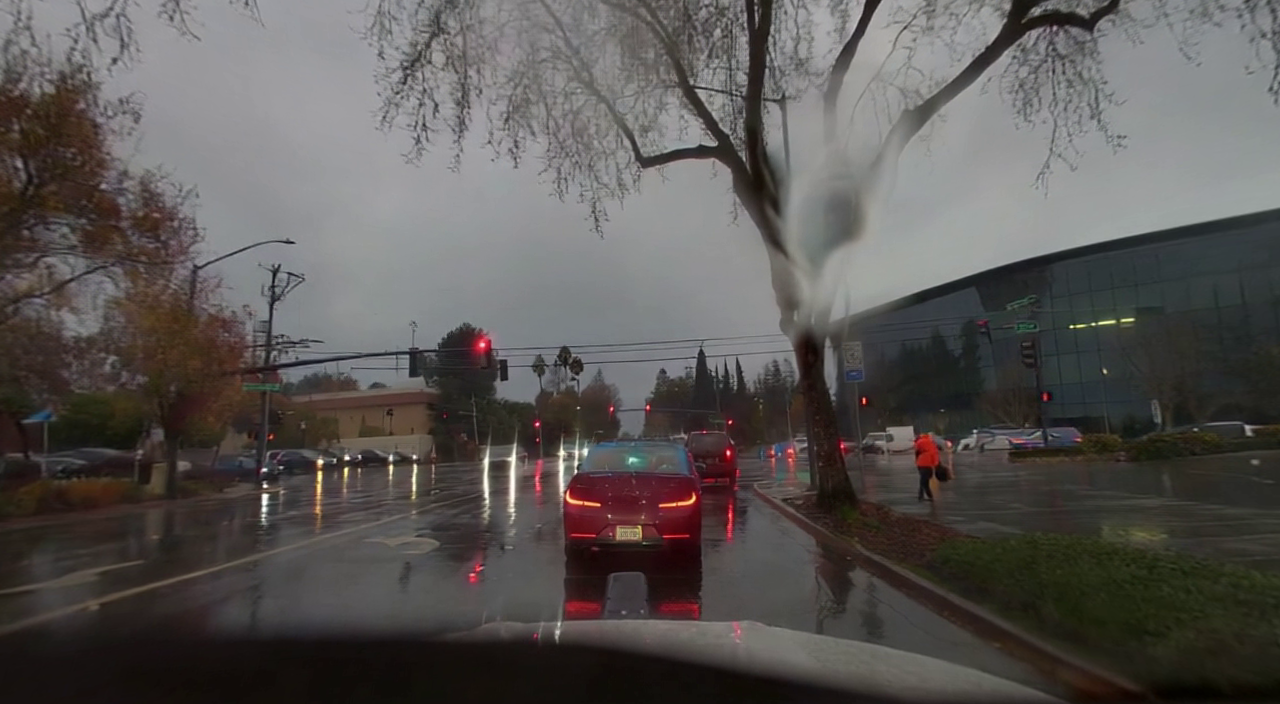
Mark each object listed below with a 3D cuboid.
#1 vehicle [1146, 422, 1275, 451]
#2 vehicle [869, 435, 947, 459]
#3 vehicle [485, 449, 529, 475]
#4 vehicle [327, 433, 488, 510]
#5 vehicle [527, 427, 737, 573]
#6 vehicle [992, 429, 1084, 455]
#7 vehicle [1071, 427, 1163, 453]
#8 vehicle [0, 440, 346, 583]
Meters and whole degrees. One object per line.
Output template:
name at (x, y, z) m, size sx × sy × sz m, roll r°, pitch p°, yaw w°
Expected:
vehicle at (30.520, 4.600, 33.803) m, size 4.739 × 1.472 × 1.804 m, roll -5°, pitch -10°, yaw 30°
vehicle at (17.518, 6.217, 41.146) m, size 4.441 × 1.452 × 1.798 m, roll -5°, pitch -10°, yaw 30°
vehicle at (-8.435, 7.019, 40.170) m, size 1.823 × 1.543 × 3.944 m, roll 0°, pitch -9°, yaw 2°
vehicle at (-6.146, 3.215, 17.466) m, size 2.230 × 1.811 × 5.183 m, roll -1°, pitch -9°, yaw 3°
vehicle at (-0.058, 1.861, 8.686) m, size 2.182 × 1.501 × 4.150 m, roll 0°, pitch -9°, yaw 1°
vehicle at (23.812, 5.437, 37.746) m, size 4.454 × 1.440 × 1.816 m, roll -5°, pitch -10°, yaw 30°
vehicle at (29.092, 5.415, 38.465) m, size 4.179 × 1.527 × 1.811 m, roll -5°, pitch -10°, yaw 29°
vehicle at (-6.330, 2.057, 9.031) m, size 1.948 × 1.530 × 4.283 m, roll 0°, pitch -9°, yaw 3°
